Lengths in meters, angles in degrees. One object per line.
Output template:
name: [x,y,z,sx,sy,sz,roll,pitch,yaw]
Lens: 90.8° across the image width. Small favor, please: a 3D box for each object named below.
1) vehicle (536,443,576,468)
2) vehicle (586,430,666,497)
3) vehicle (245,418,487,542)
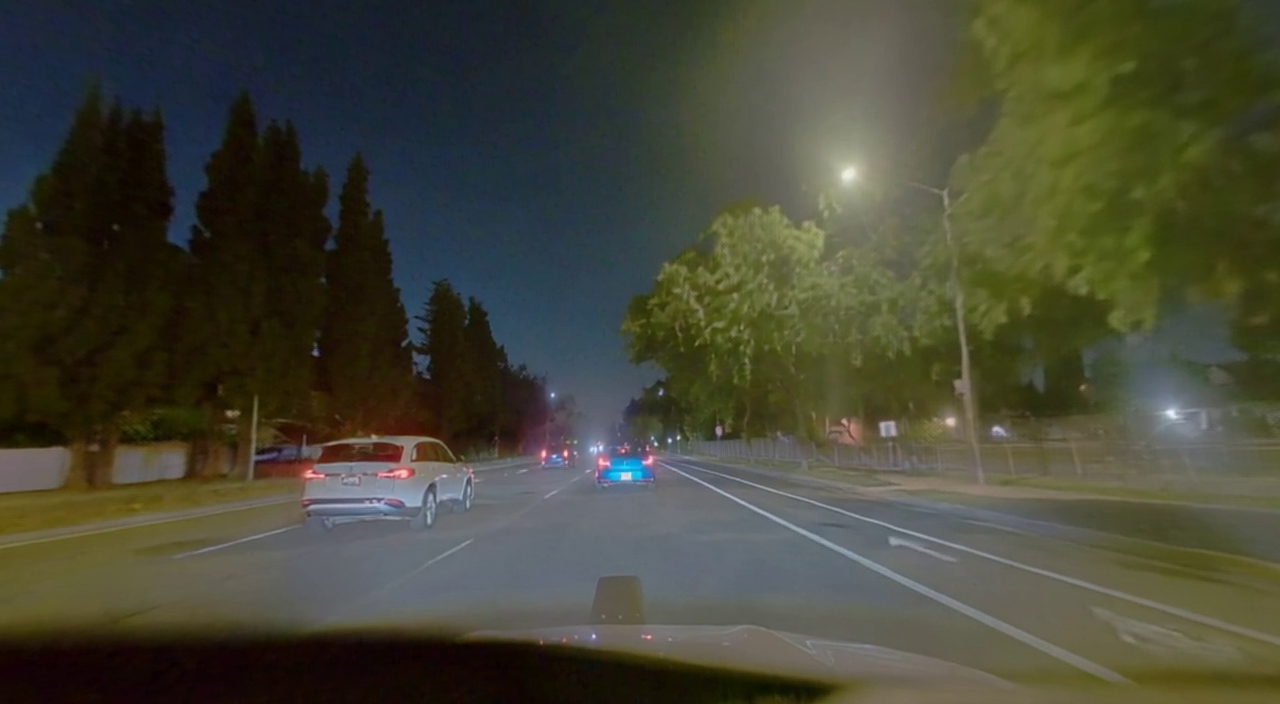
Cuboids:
vehicle: [-5.141,6.389,39.229,2.014,1.493,4.658,0,-8,-2]
vehicle: [-0.415,3.272,18.901,2.131,1.761,4.242,0,-8,-1]
vehicle: [-4.418,2.142,11.256,2.243,1.722,4.621,0,-8,0]
